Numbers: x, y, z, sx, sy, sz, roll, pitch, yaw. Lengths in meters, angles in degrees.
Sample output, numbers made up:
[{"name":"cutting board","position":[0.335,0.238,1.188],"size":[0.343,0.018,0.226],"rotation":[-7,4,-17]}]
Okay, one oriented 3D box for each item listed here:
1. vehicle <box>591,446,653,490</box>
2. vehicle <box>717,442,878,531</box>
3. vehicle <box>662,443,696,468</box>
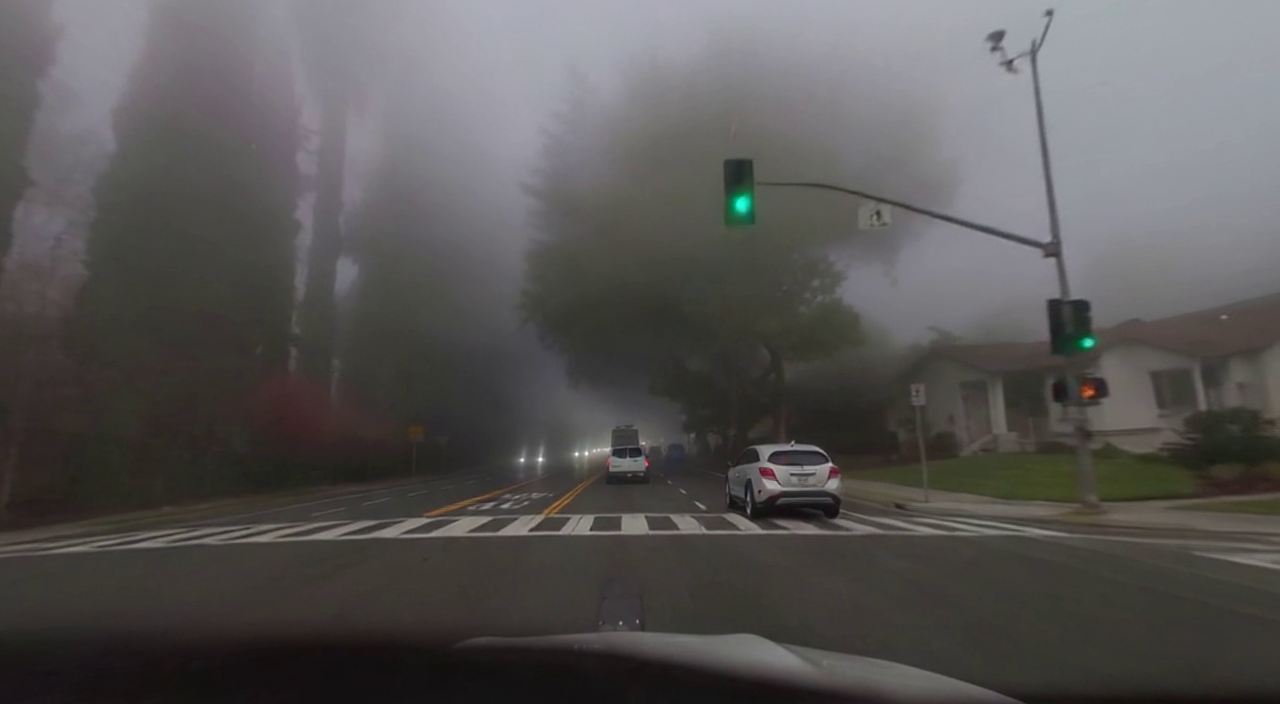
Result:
[{"name":"vehicle","position":[-0.655,4.262,23.629],"size":[2.114,1.483,4.207],"rotation":[0,-8,-2]},{"name":"vehicle","position":[2.882,2.564,12.683],"size":[1.973,1.447,4.402],"rotation":[0,-9,-2]},{"name":"vehicle","position":[3.014,8.087,49.470],"size":[2.187,1.847,4.553],"rotation":[1,-9,-2]}]
